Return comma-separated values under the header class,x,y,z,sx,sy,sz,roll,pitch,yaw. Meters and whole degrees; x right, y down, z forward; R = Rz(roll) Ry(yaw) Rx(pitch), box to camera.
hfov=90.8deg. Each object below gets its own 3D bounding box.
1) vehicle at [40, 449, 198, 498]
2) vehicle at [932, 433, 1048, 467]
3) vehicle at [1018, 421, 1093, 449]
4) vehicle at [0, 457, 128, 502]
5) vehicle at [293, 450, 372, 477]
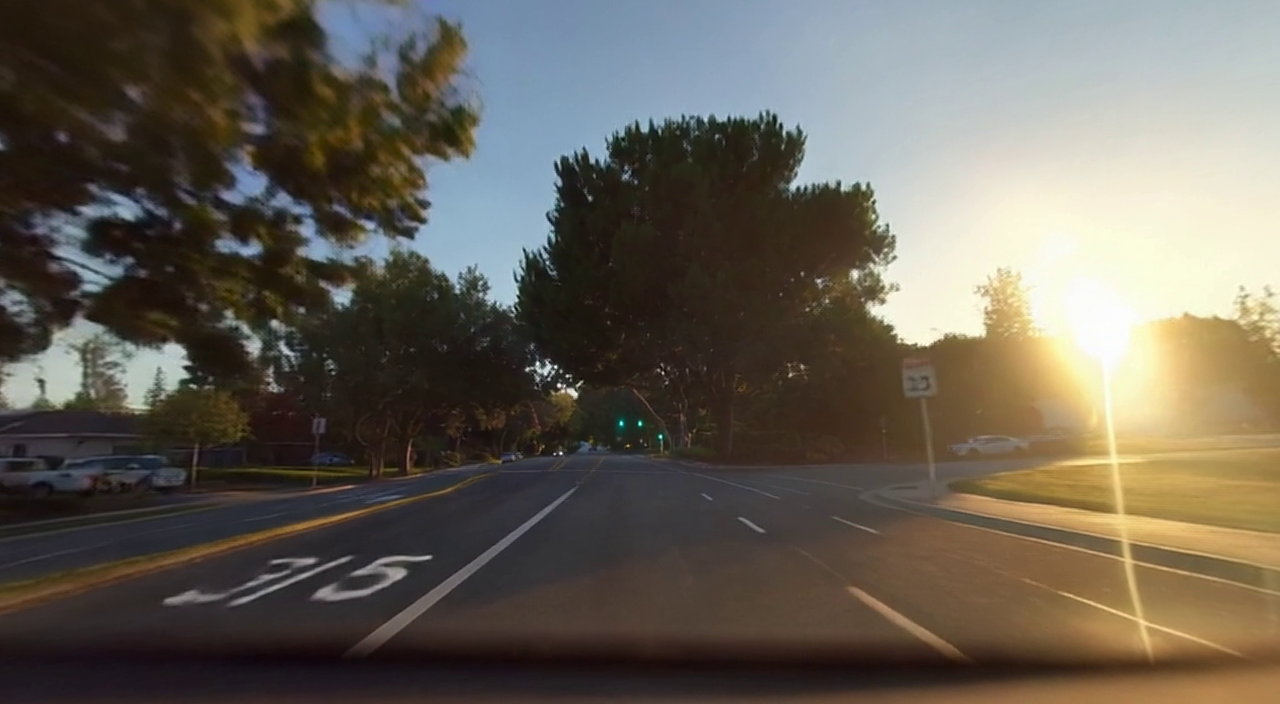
class,x,y,z,sx,sy,sz,roll,pitch,yaw
vehicle,-20.708,4.814,25.267,4.456,1.809,2.113,0,-9,2
vehicle,19.195,5.445,34.827,5.172,1.468,1.964,-3,-11,-2
vehicle,28.265,5.734,43.219,2.049,1.739,4.982,-1,-9,5
vehicle,-21.295,4.502,22.456,4.495,1.472,1.833,0,-9,0
vehicle,-20.594,7.452,42.384,4.171,1.728,2.069,0,-9,2
